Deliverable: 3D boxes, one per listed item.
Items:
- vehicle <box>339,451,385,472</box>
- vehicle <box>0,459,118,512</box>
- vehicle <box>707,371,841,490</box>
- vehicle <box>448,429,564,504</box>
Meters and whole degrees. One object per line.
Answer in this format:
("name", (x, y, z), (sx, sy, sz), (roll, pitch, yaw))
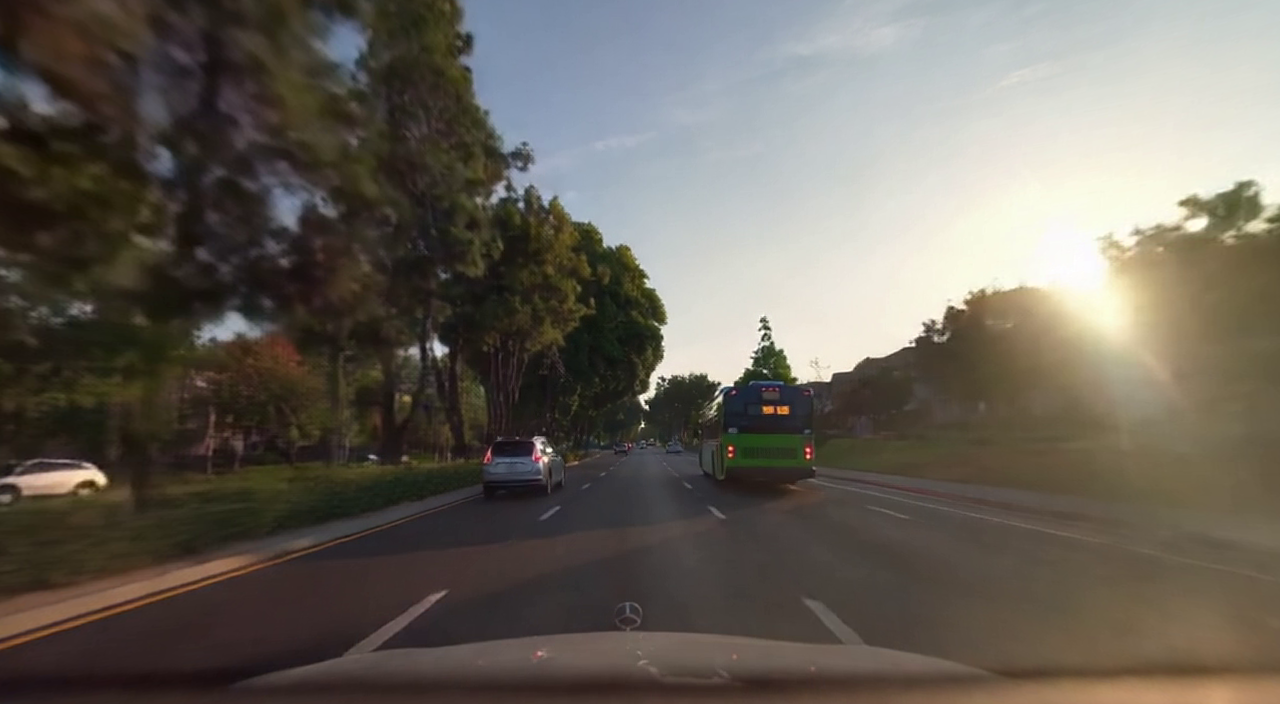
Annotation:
("vehicle", (-22.009, 8.700, 49.869), (1.781, 1.553, 3.896), (0, -8, 2))
("vehicle", (-22.292, 4.831, 23.176), (2.018, 1.648, 4.631), (0, -8, -1))
("vehicle", (4.360, 3.094, 23.788), (3.072, 3.278, 12.747), (-1, -8, 4))
("vehicle", (-3.472, 3.071, 17.275), (2.111, 1.767, 4.333), (0, -8, 2))
